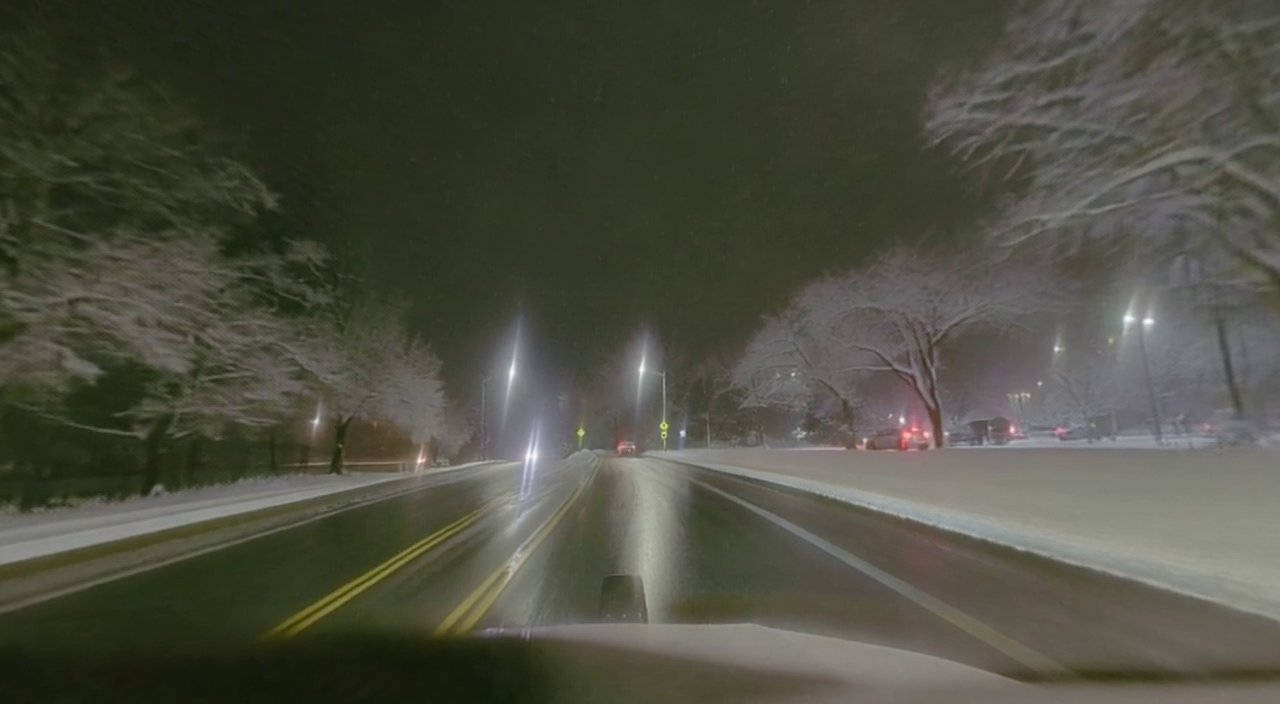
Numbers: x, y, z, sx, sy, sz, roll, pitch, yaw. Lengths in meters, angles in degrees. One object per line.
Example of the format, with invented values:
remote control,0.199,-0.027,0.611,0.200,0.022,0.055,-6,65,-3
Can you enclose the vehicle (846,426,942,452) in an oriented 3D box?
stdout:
vehicle,14.789,5.094,36.831,4.744,1.476,1.926,0,-8,-5
